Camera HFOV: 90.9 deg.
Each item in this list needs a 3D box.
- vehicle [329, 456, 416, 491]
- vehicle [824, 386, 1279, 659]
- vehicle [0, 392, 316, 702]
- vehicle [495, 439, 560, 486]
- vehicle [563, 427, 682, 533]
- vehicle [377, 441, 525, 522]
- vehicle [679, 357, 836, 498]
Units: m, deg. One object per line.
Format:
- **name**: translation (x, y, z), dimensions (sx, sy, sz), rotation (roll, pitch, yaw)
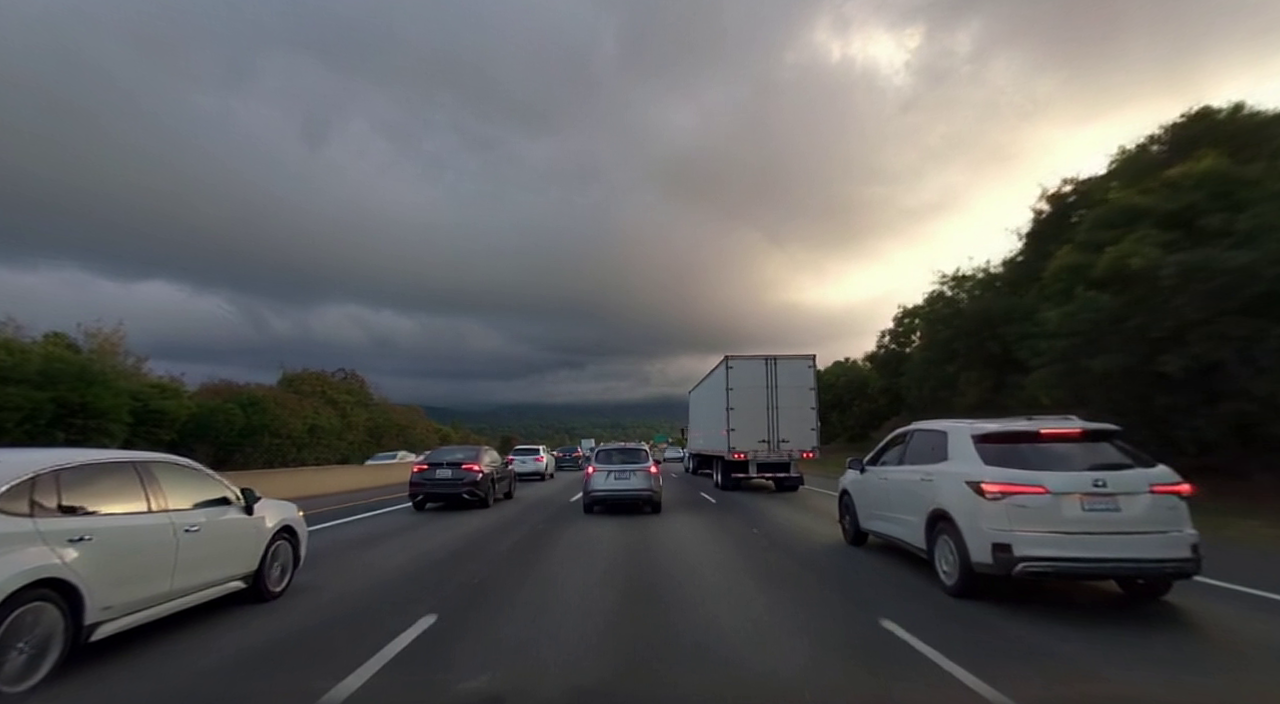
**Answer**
- **vehicle**: translation (-12.190, 5.560, 29.084), dimensions (1.923, 1.436, 4.605), rotation (0, -9, 1)
- **vehicle**: translation (3.653, 1.459, 6.467), dimensions (2.076, 1.751, 4.666), rotation (0, -9, 0)
- **vehicle**: translation (-4.281, 1.227, 4.559), dimensions (1.789, 1.620, 3.841), rotation (0, -9, 0)
- **vehicle**: translation (-4.653, 4.632, 26.612), dimensions (1.959, 1.808, 3.790), rotation (0, -9, 1)
- **vehicle**: translation (-0.301, 2.515, 12.938), dimensions (2.037, 1.792, 4.194), rotation (0, -9, 0)
- **vehicle**: translation (-3.984, 2.800, 14.154), dimensions (1.923, 1.503, 4.293), rotation (0, -9, 1)
- **vehicle**: translation (3.897, 3.394, 26.247), dimensions (3.186, 4.111, 15.553), rotation (0, -9, -1)
